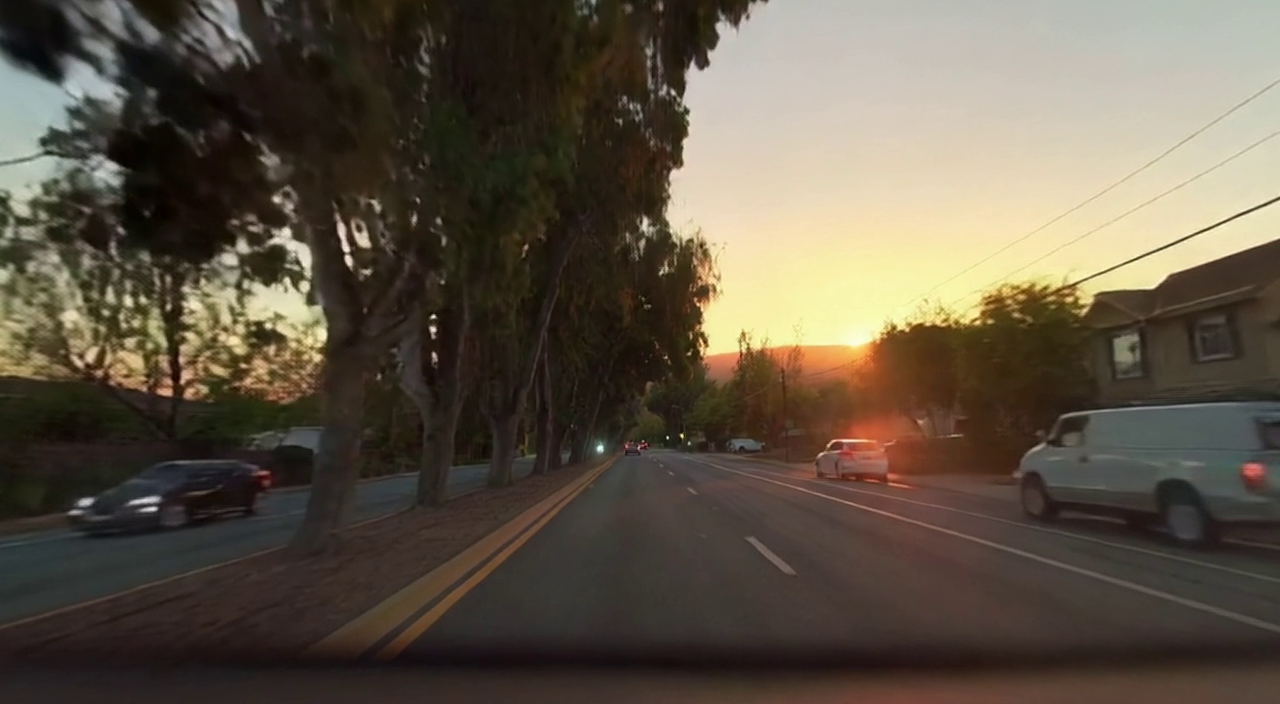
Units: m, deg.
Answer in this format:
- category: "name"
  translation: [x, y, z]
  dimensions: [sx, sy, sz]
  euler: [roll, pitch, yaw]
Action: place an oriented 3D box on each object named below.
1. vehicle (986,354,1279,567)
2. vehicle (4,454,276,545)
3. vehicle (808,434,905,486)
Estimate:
- category: "vehicle"
  translation: [7.469, 1.399, 8.471]
  dimensions: [2.278, 2.079, 5.861]
  euler: [0, -8, 0]
- category: "vehicle"
  translation: [-9.720, 2.853, 12.913]
  dimensions: [1.910, 1.452, 4.447]
  euler: [0, -8, 0]
- category: "vehicle"
  translation: [7.357, 3.704, 21.945]
  dimensions: [1.965, 1.623, 4.096]
  euler: [0, -8, 1]
